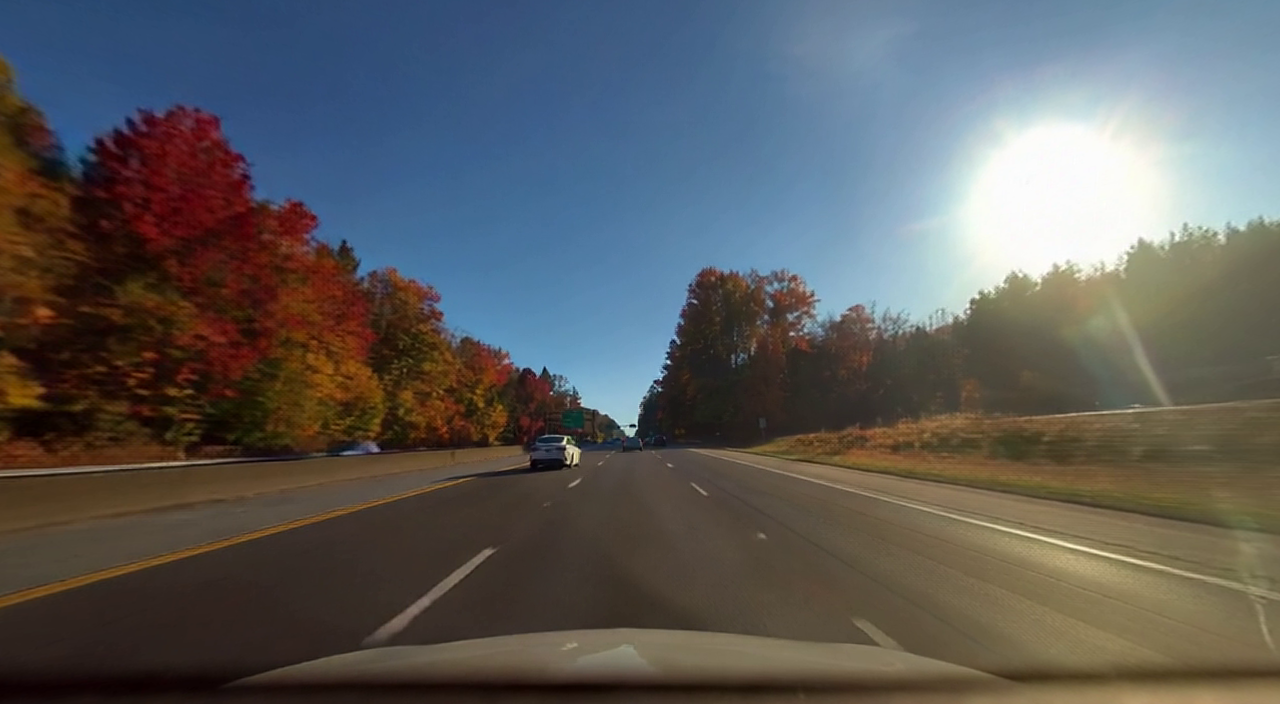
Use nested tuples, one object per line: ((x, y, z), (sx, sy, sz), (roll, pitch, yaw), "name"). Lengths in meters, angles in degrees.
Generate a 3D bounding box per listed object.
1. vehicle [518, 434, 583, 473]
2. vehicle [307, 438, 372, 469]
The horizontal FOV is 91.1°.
((-3.677, 4.249, 26.698), (2.103, 1.507, 4.367), (0, -8, 0), "vehicle")
((-20.810, 6.991, 43.735), (2.084, 1.999, 4.958), (0, -8, 0), "vehicle")
